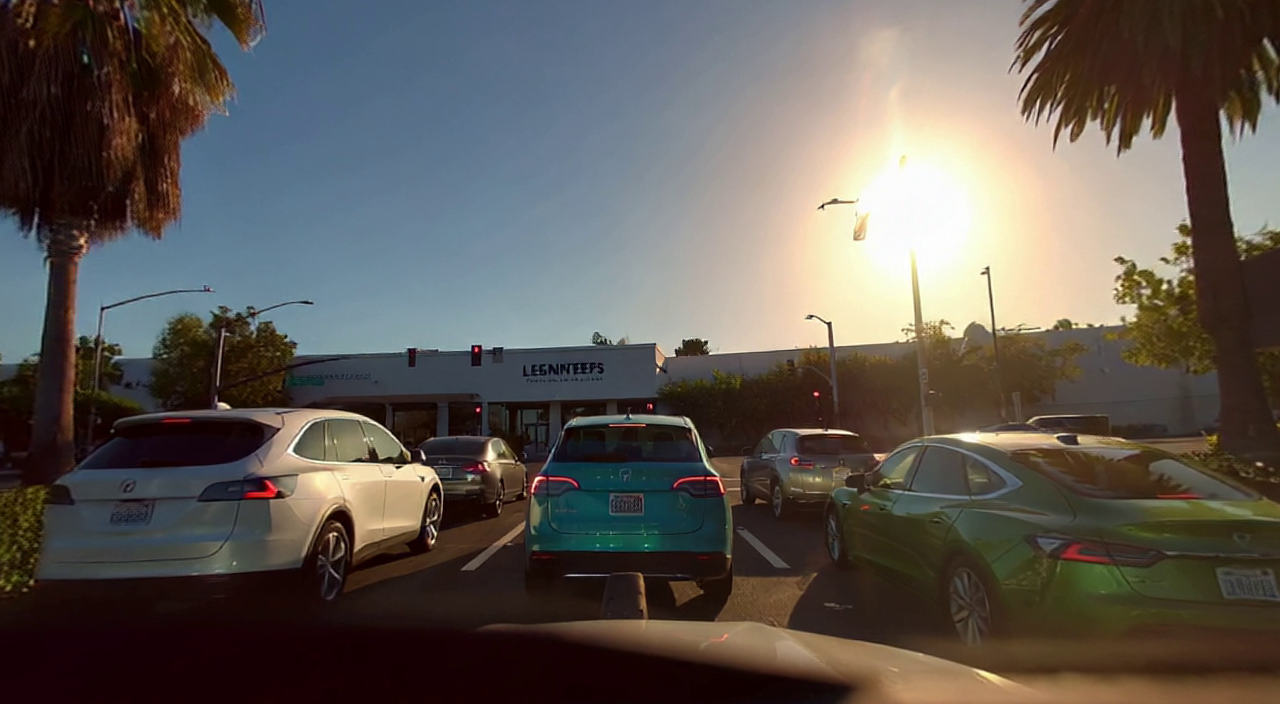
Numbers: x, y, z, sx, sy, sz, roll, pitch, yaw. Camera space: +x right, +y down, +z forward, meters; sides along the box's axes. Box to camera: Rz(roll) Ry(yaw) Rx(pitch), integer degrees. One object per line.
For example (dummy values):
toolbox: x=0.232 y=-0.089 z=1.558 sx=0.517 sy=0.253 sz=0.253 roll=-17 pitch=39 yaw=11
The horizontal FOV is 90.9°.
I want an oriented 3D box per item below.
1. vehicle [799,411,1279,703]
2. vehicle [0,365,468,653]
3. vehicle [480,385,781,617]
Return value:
vehicle: x=2.965 y=1.368 z=5.256 sx=2.017 sy=1.491 sz=4.611 roll=0 pitch=-8 yaw=-1
vehicle: x=-3.350 y=1.276 z=6.122 sx=2.014 sy=1.755 sz=4.360 roll=0 pitch=-8 yaw=1
vehicle: x=-0.132 y=1.454 z=7.056 sx=2.280 sy=1.747 sz=4.361 roll=0 pitch=-8 yaw=-2
